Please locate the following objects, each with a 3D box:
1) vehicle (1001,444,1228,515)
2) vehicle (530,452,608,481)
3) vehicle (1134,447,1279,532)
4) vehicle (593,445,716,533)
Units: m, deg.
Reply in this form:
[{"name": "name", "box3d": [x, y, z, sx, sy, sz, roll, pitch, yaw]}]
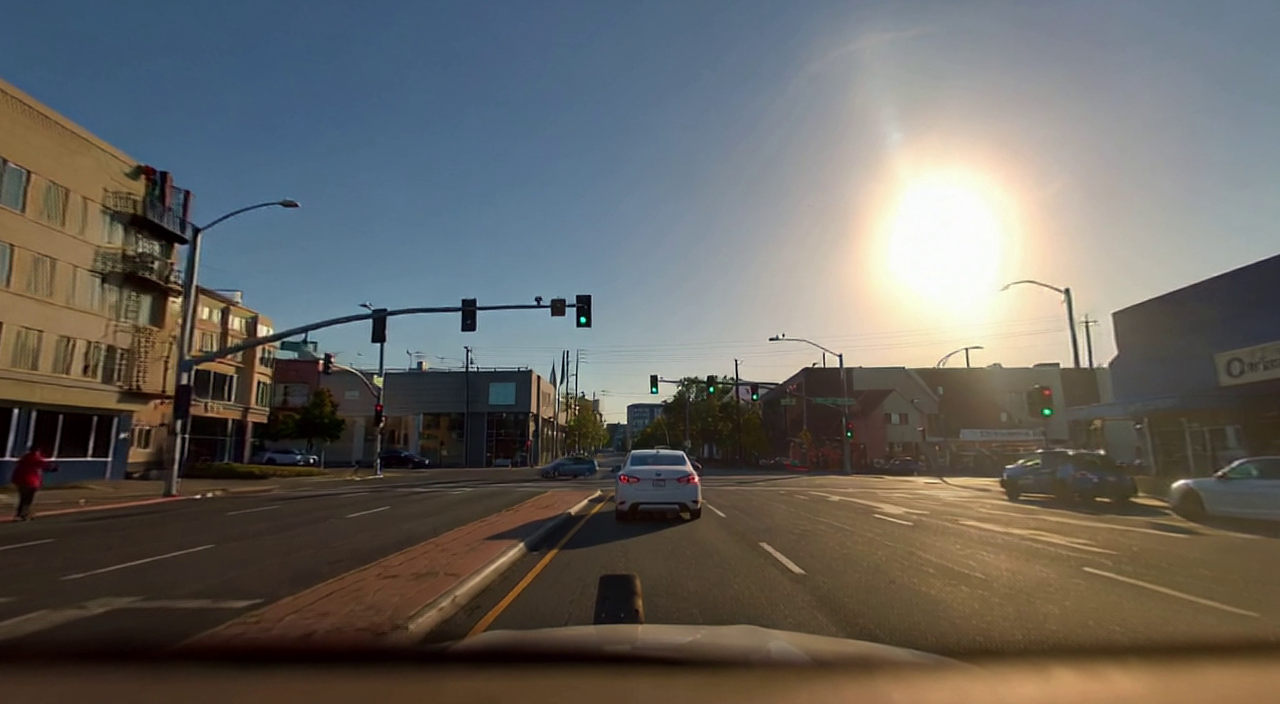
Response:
[{"name": "vehicle", "box3d": [14.099, 3.786, 19.450, 2.309, 1.819, 5.793, 0, -9, -2]}, {"name": "vehicle", "box3d": [-3.808, 6.014, 33.483, 1.841, 1.434, 4.531, 8, -12, -40]}, {"name": "vehicle", "box3d": [14.193, 2.981, 14.030, 2.235, 1.721, 5.230, 0, -9, 1]}, {"name": "vehicle", "box3d": [0.289, 2.652, 12.870, 2.067, 1.471, 4.241, 0, -9, 1]}]
